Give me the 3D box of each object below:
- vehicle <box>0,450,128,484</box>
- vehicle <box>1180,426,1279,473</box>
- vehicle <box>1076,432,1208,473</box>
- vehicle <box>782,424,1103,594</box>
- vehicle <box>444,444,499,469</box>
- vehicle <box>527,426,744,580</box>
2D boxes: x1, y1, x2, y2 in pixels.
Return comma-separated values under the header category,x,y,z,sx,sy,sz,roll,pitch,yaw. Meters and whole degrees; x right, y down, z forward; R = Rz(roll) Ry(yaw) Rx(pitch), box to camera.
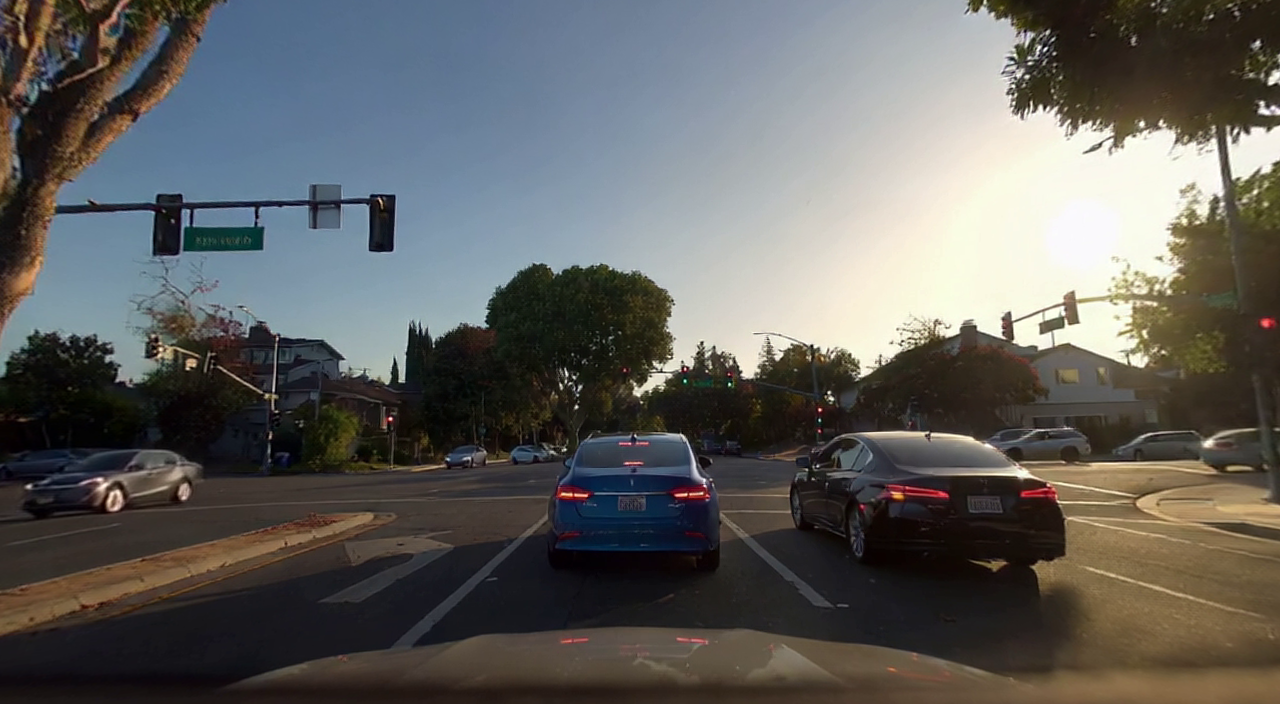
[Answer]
category,x,y,z,sx,sy,sz,roll,pitch,yaw
vehicle,-28.287,5.617,31.052,4.538,1.591,1.949,0,-8,1
vehicle,26.703,4.143,26.992,5.073,1.916,2.290,0,-8,1
vehicle,24.005,4.792,30.328,4.520,1.762,2.005,-2,-8,-1
vehicle,3.177,1.714,7.764,1.913,1.505,4.097,0,-8,0
vehicle,-11.139,6.923,42.195,2.102,1.531,5.072,0,-8,2
vehicle,-0.062,1.780,8.253,2.103,1.478,4.073,0,-8,-1
